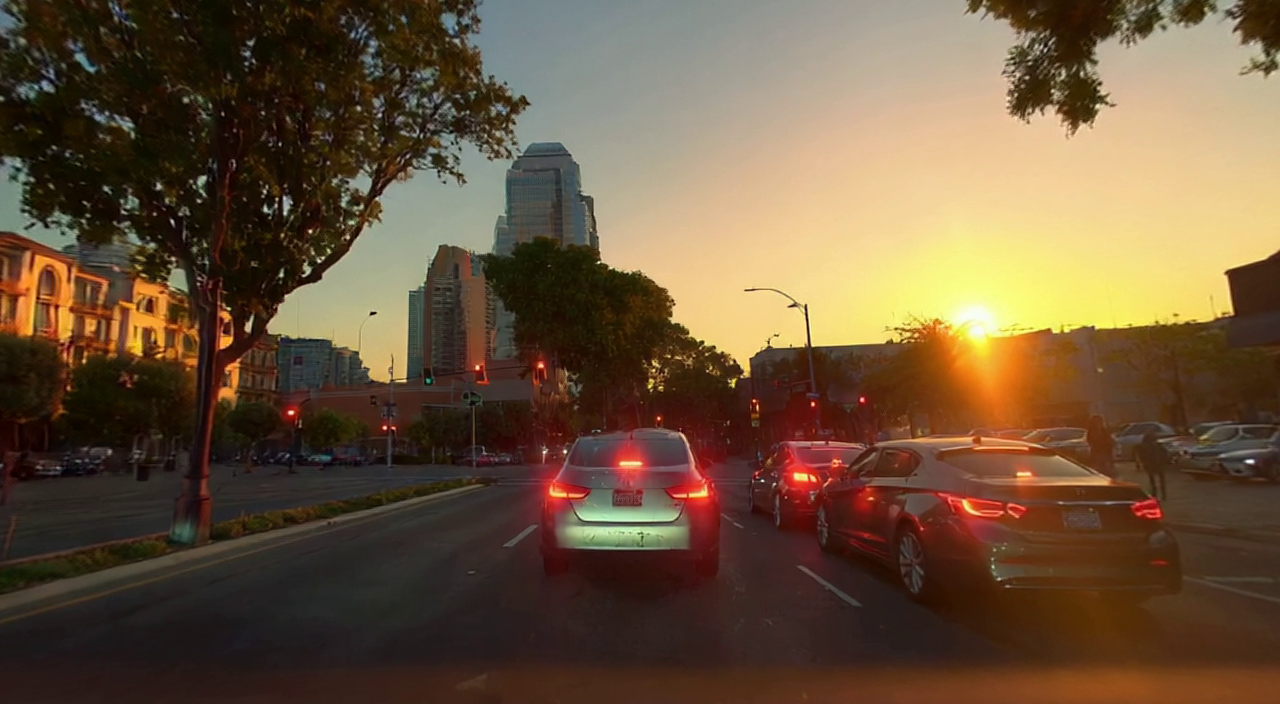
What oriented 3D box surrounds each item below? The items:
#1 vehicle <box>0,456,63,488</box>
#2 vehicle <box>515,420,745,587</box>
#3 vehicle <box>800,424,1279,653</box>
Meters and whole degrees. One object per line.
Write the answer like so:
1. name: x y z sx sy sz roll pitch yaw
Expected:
1. vehicle: -31.727 5.994 31.559 1.913 1.531 4.000 -9 -12 43
2. vehicle: -0.132 1.701 7.912 2.118 1.512 4.013 0 -9 -1
3. vehicle: 3.215 1.550 6.427 1.912 1.454 4.537 0 -9 -1
